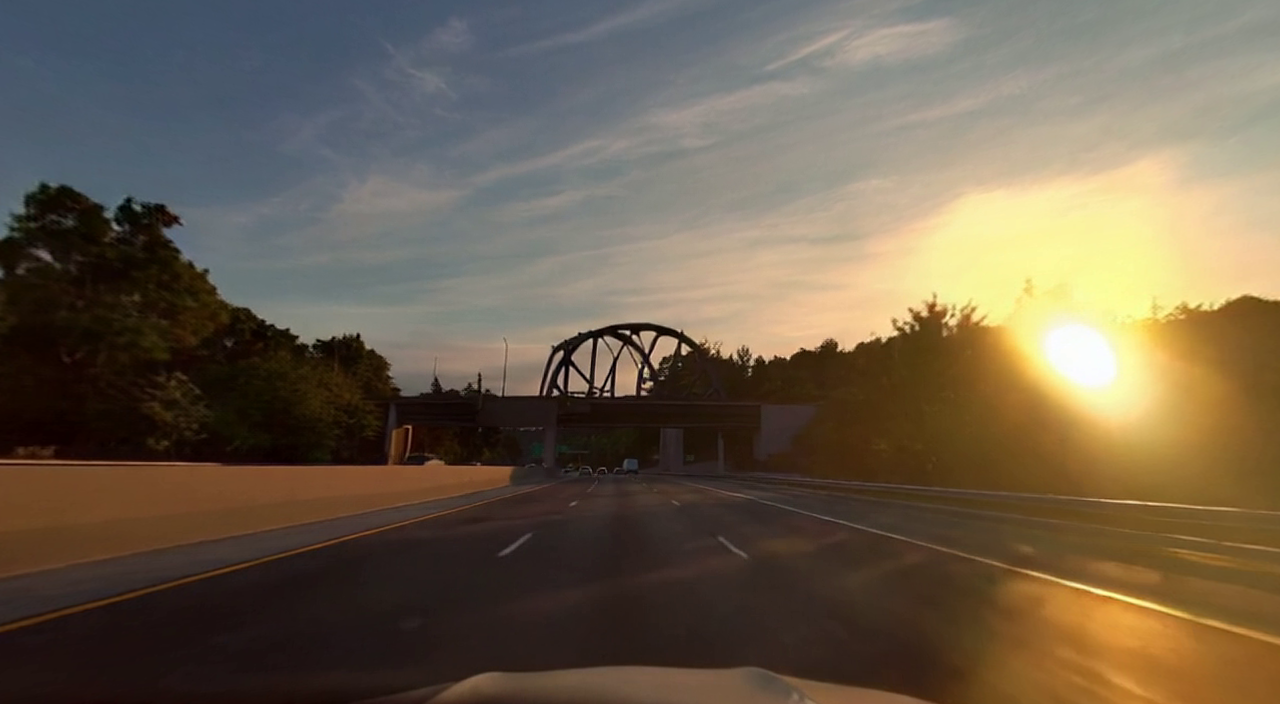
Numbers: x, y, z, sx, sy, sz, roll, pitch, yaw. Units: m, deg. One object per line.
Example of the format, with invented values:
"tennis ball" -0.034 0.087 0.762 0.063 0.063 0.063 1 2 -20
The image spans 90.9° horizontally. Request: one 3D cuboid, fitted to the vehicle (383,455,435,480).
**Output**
"vehicle" -17.317 8.731 47.537 2.078 1.771 5.233 1 -10 -2
